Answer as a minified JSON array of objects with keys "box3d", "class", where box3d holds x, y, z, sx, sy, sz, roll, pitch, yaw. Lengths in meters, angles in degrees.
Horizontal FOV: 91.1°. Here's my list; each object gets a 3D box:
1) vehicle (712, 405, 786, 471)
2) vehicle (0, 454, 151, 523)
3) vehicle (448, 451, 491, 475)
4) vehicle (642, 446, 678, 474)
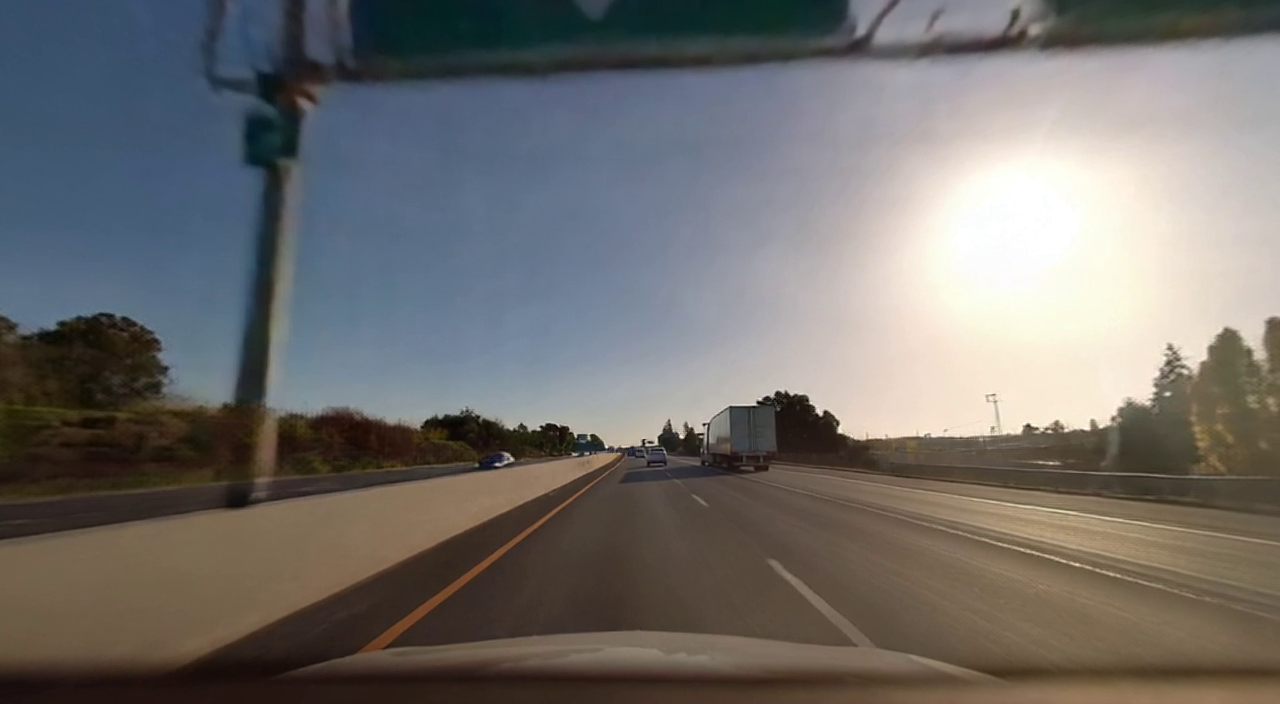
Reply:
[{"box3d":[7.506,6.406,45.860,2.907,4.042,13.858,0,-9,0],"class":"vehicle"},{"box3d":[-14.825,3.288,15.628,1.816,1.459,4.429,0,-9,-1],"class":"vehicle"},{"box3d":[-11.337,7.395,42.071,1.774,1.458,4.238,0,-9,-2],"class":"vehicle"},{"box3d":[1.127,6.425,37.549,2.024,1.579,3.707,-1,-9,0],"class":"vehicle"}]
